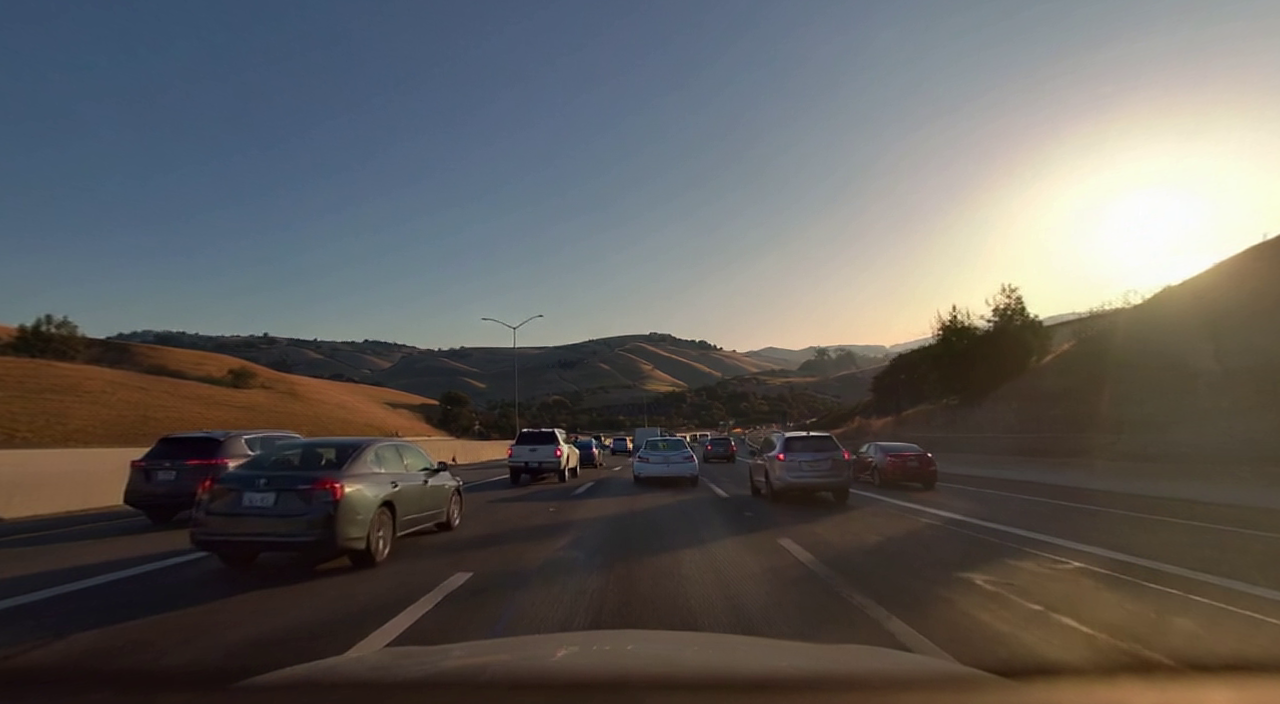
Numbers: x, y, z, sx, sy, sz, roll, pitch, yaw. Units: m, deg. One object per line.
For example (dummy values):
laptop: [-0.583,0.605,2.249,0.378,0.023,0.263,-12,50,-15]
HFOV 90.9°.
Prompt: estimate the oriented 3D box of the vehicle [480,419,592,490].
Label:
vehicle: [-2.997,3.141,19.647,2.301,1.902,5.374,-1,-8,3]

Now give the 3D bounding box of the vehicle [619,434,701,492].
vehicle: [0.588,3.163,18.366,2.105,1.471,4.349,0,-8,2]

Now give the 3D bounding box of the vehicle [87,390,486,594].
vehicle: [-3.568,1.510,7.643,2.179,1.723,4.410,0,-8,1]

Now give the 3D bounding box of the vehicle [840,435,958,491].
vehicle: [7.536,3.256,18.843,1.846,1.469,4.166,0,-8,1]

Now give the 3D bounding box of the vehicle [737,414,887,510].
vehicle: [3.566,2.376,14.068,2.046,1.765,4.534,0,-8,0]
